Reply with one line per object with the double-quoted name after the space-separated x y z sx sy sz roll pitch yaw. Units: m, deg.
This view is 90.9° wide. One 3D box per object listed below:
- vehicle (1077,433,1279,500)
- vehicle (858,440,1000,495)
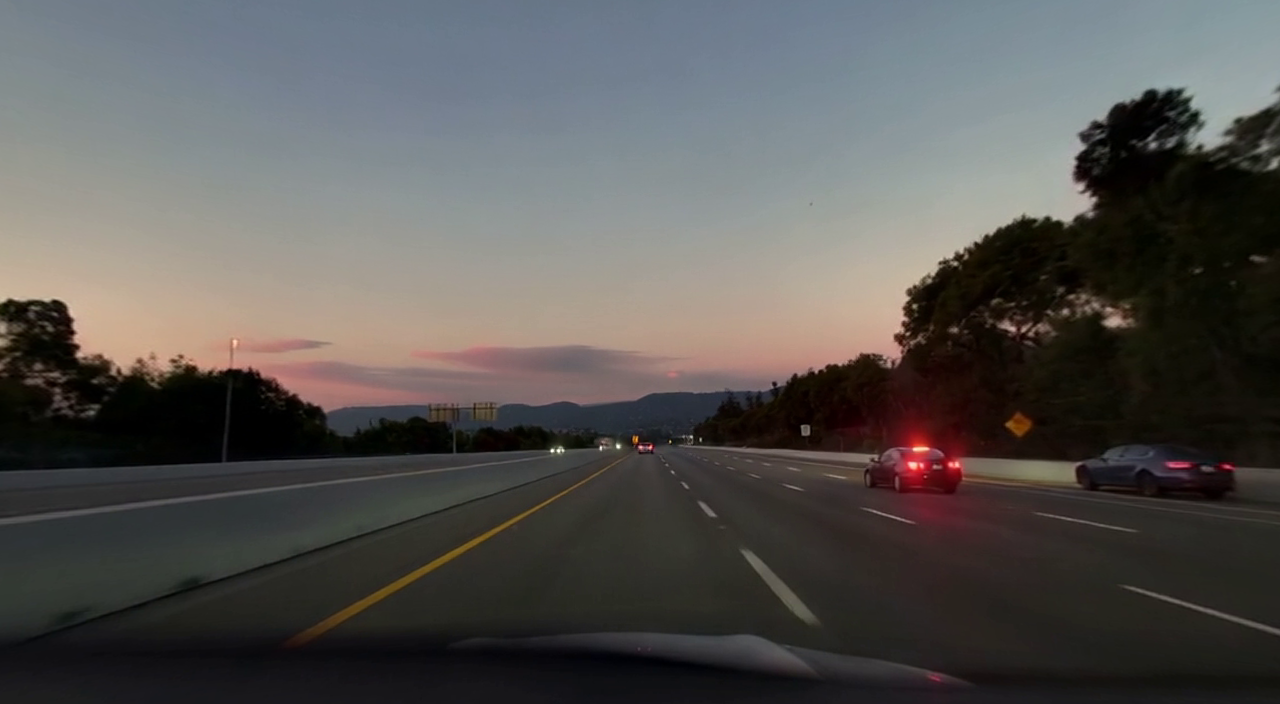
15.376 3.231 18.226 2.116 1.674 4.566 0 -9 -1 "vehicle"
8.883 3.577 19.972 2.093 1.525 4.865 0 -9 -1 "vehicle"
